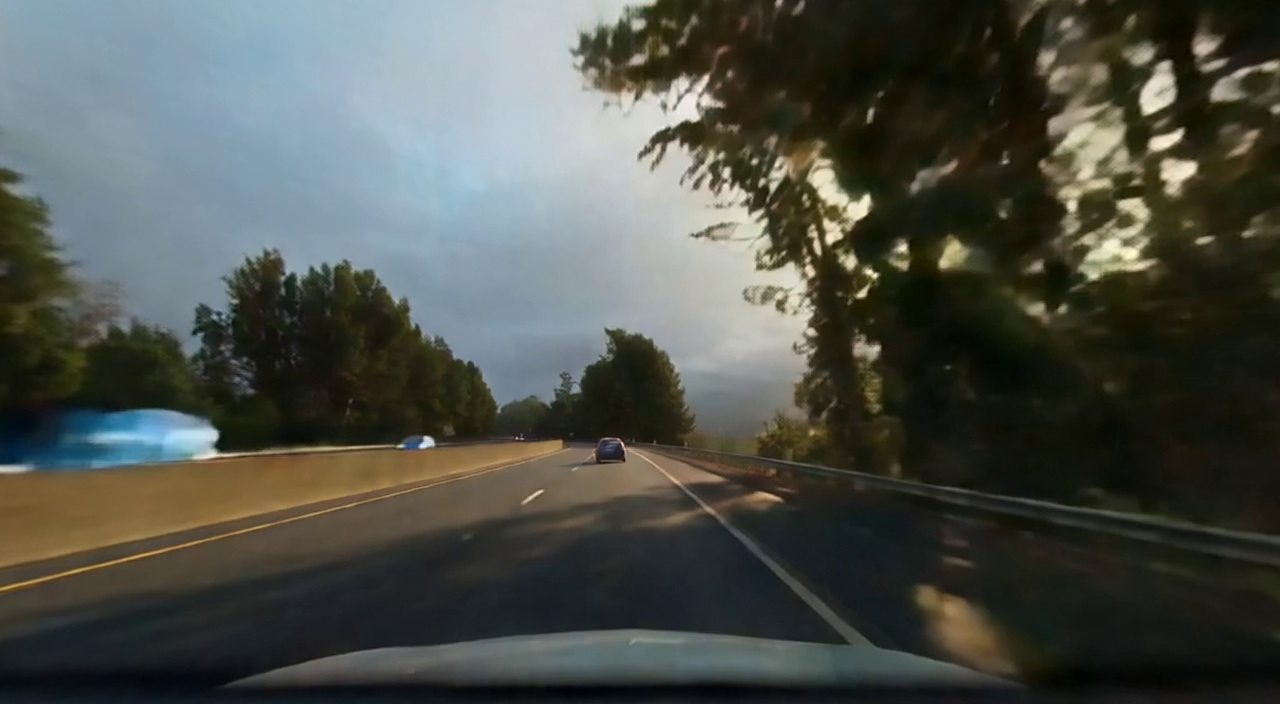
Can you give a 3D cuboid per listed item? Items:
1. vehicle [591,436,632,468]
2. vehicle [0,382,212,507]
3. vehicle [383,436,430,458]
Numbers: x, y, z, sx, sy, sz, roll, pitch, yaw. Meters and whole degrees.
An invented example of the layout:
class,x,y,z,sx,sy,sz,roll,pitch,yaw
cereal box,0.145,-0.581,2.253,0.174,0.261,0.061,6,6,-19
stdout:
class,x,y,z,sx,sy,sz,roll,pitch,yaw
vehicle,-1.425,5.125,32.528,2.004,1.515,3.968,0,-8,-1
vehicle,-11.496,1.832,12.516,2.237,1.989,5.436,0,-8,-1
vehicle,-16.529,6.727,44.805,1.923,1.487,4.154,0,-8,-2
